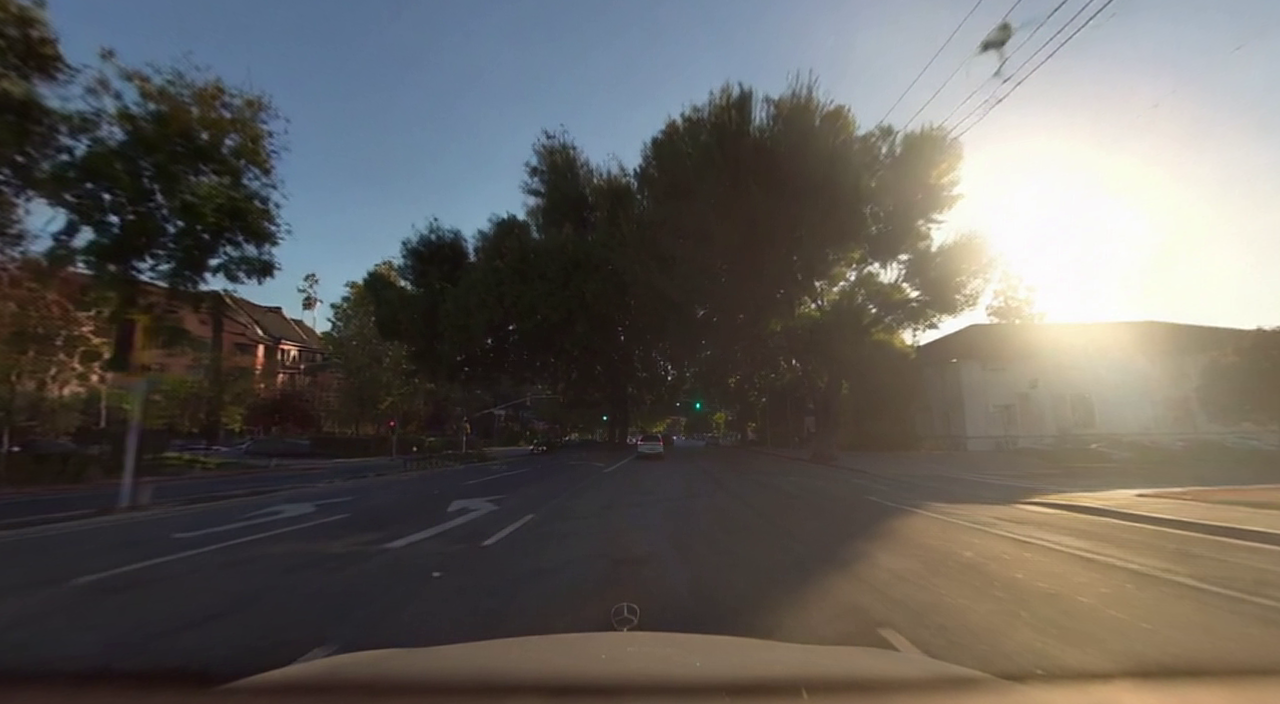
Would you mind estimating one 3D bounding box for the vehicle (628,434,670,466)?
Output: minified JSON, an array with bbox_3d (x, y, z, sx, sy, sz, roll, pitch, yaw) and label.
[{"bbox_3d":[0.545,5.236,33.970,2.037,1.568,3.693,0,-8,4],"label":"vehicle"}]
